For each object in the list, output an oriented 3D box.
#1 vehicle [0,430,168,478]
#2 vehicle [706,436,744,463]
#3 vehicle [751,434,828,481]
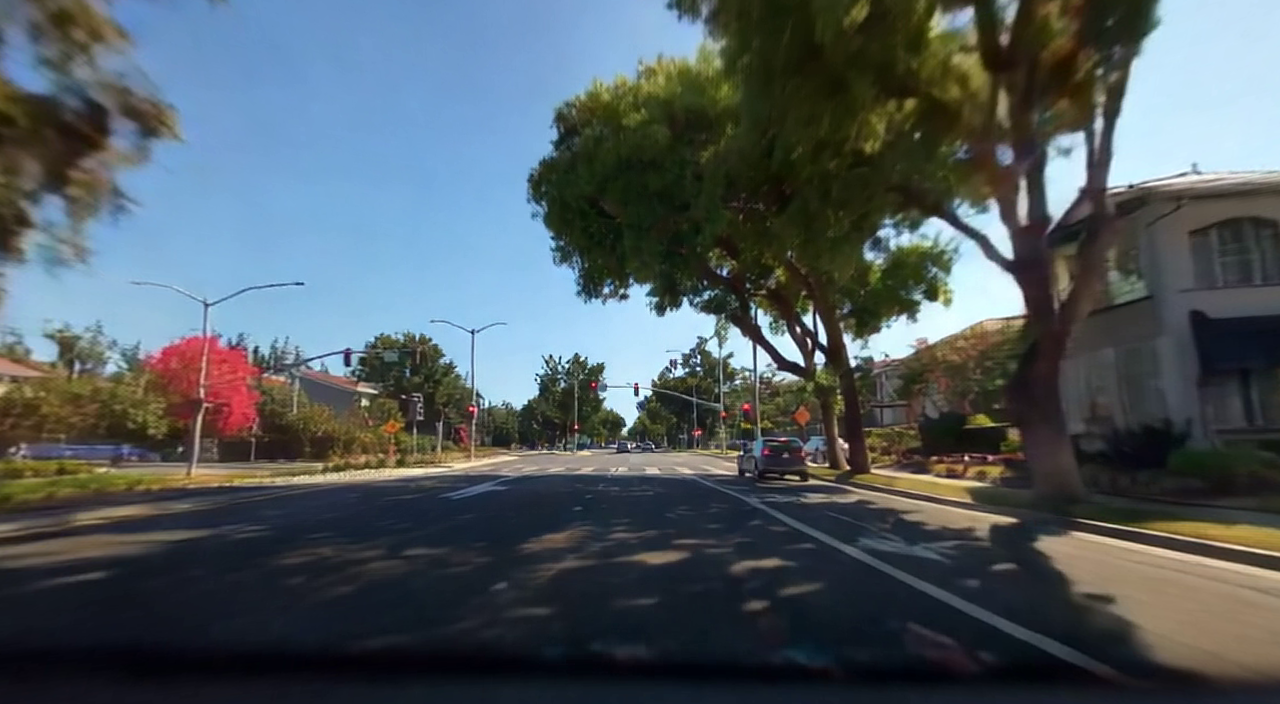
[{"bbox_3d":[-42.041,7.633,47.513,10.437,3.440,2.994,0,-7,1],"label":"vehicle"},{"bbox_3d":[6.606,7.636,49.433,2.293,1.942,5.004,0,-8,1],"label":"vehicle"},{"bbox_3d":[6.167,4.400,26.591,2.094,1.766,4.792,0,-8,0],"label":"vehicle"}]
